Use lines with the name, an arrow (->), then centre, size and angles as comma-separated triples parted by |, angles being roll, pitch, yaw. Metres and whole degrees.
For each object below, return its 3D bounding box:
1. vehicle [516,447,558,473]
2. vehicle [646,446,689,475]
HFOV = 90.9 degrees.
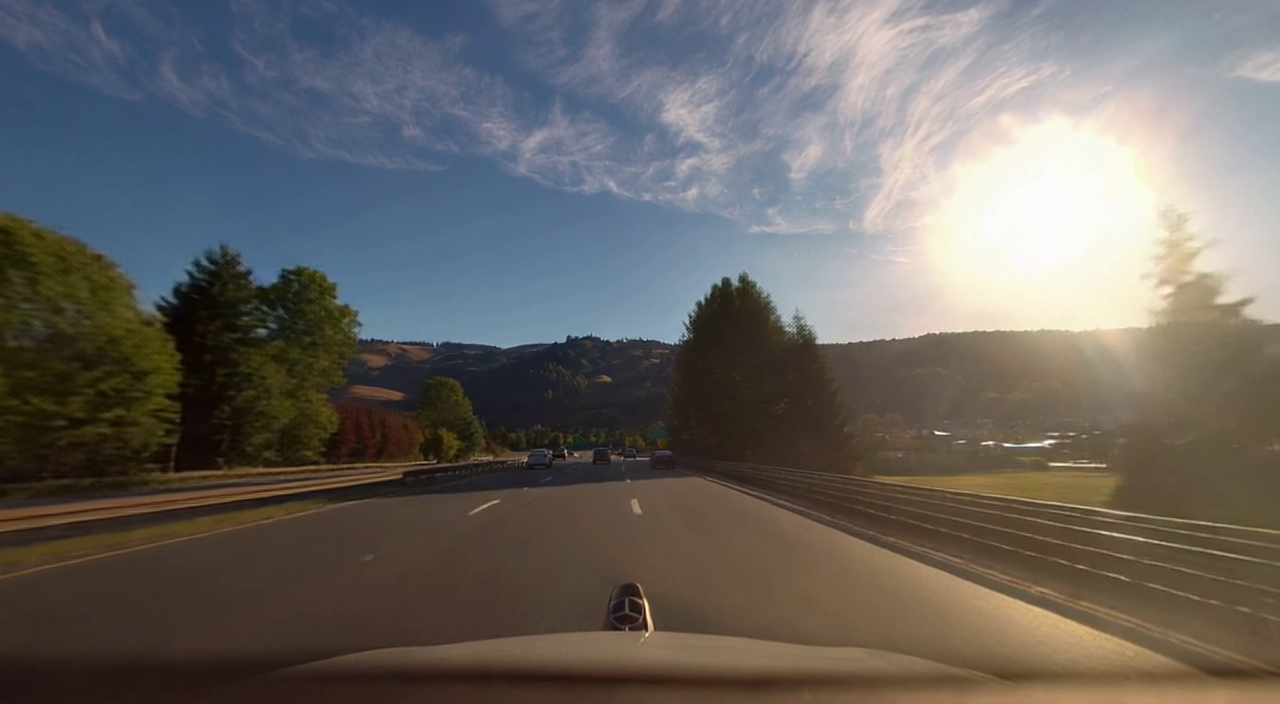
vehicle -> -6.127, 6.461, 37.972 | 1.955, 1.468, 3.637 | 0, -9, -1
vehicle -> 1.466, 6.030, 35.176 | 2.019, 1.475, 4.301 | 0, -9, -2
